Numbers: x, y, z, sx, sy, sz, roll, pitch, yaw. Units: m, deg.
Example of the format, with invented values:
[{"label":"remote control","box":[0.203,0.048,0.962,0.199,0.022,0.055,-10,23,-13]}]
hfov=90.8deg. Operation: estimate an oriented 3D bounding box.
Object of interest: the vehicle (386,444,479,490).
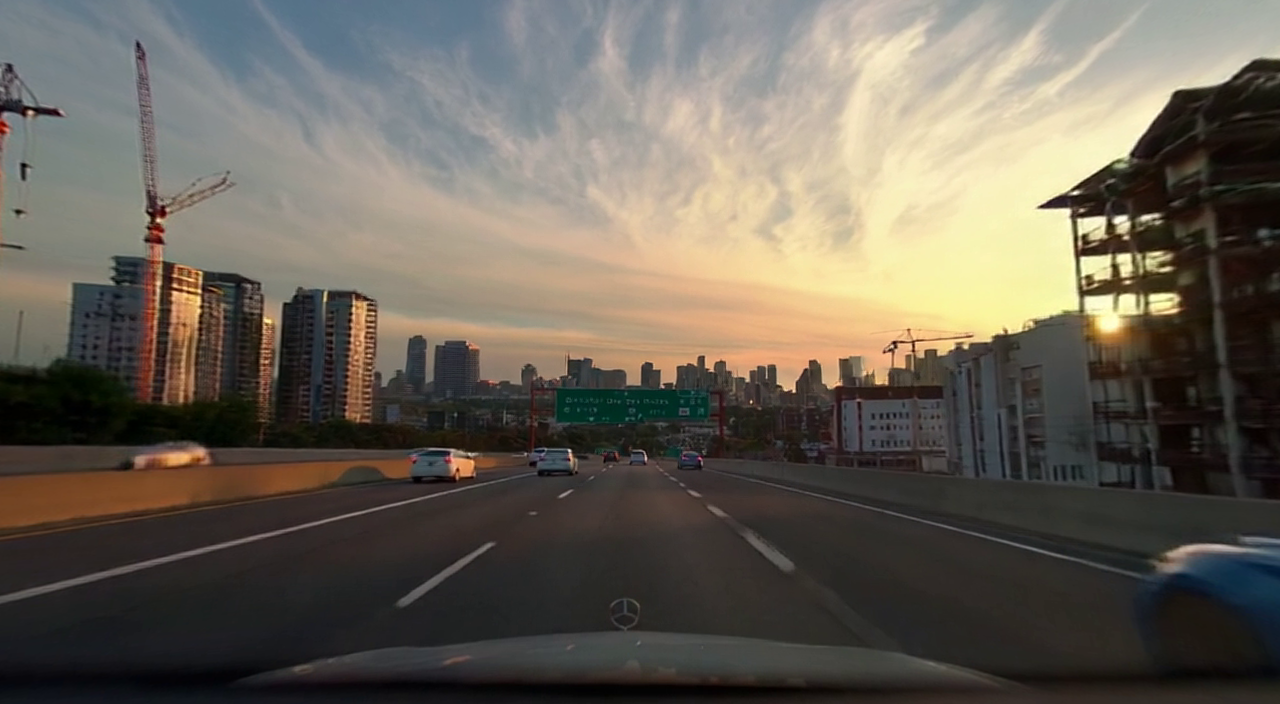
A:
[{"label":"vehicle","box":[-7.529,4.178,23.401,1.951,1.528,4.209,0,-8,1]}]

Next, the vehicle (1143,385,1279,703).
[{"label":"vehicle","box":[3.234,0.611,0.468,1.995,1.486,4.463,0,-8,-1]}]

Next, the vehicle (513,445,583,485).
[{"label":"vehicle","box":[-3.663,4.587,26.032,2.136,1.512,4.488,0,-8,1]}]

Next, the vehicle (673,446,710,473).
[{"label":"vehicle","box":[3.249,6.939,40.933,1.978,1.602,4.092,0,-8,-1]}]

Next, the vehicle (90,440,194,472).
[{"label":"vehicle","box":[-27.998,5.825,35.761,2.091,1.656,4.670,0,-8,0]}]

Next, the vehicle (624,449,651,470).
[{"label":"vehicle","box":[-0.159,8.317,49.143,2.019,1.472,3.971,0,-8,0]}]
